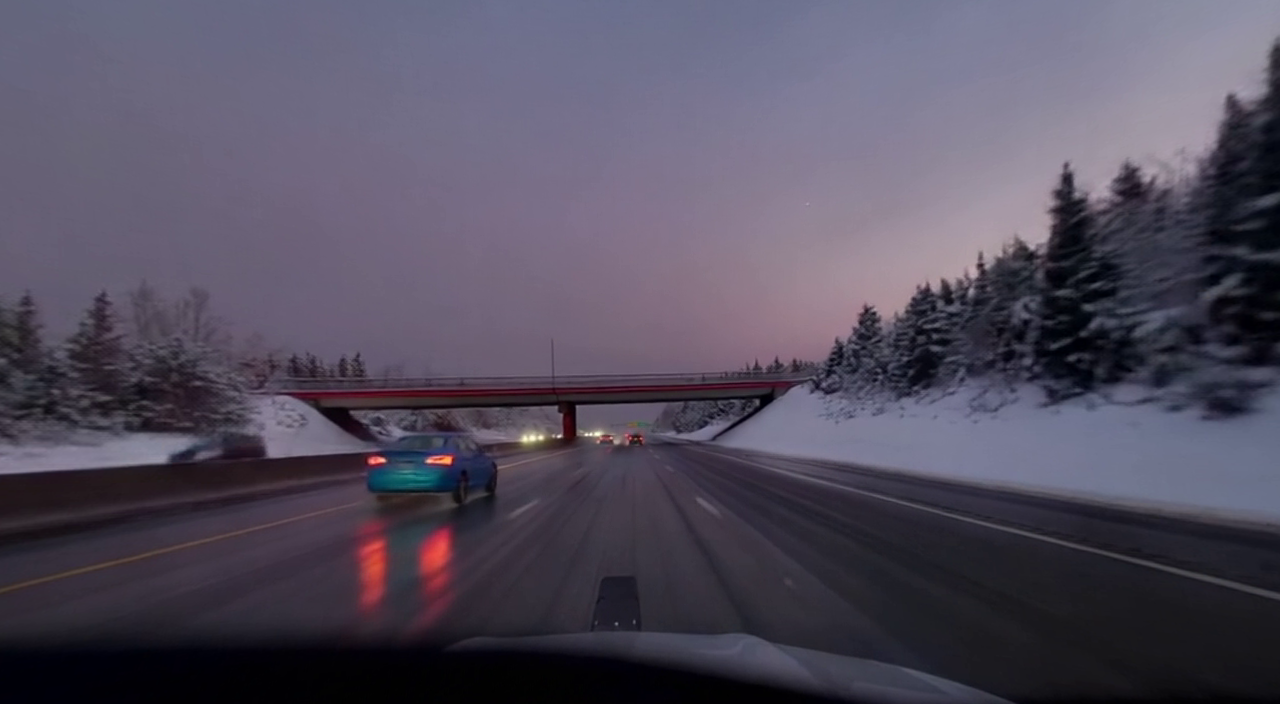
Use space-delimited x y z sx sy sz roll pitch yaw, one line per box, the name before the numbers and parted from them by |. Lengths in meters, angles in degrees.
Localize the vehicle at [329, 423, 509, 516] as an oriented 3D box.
vehicle | -4.176 2.279 12.853 2.074 1.535 4.437 0 -8 0
